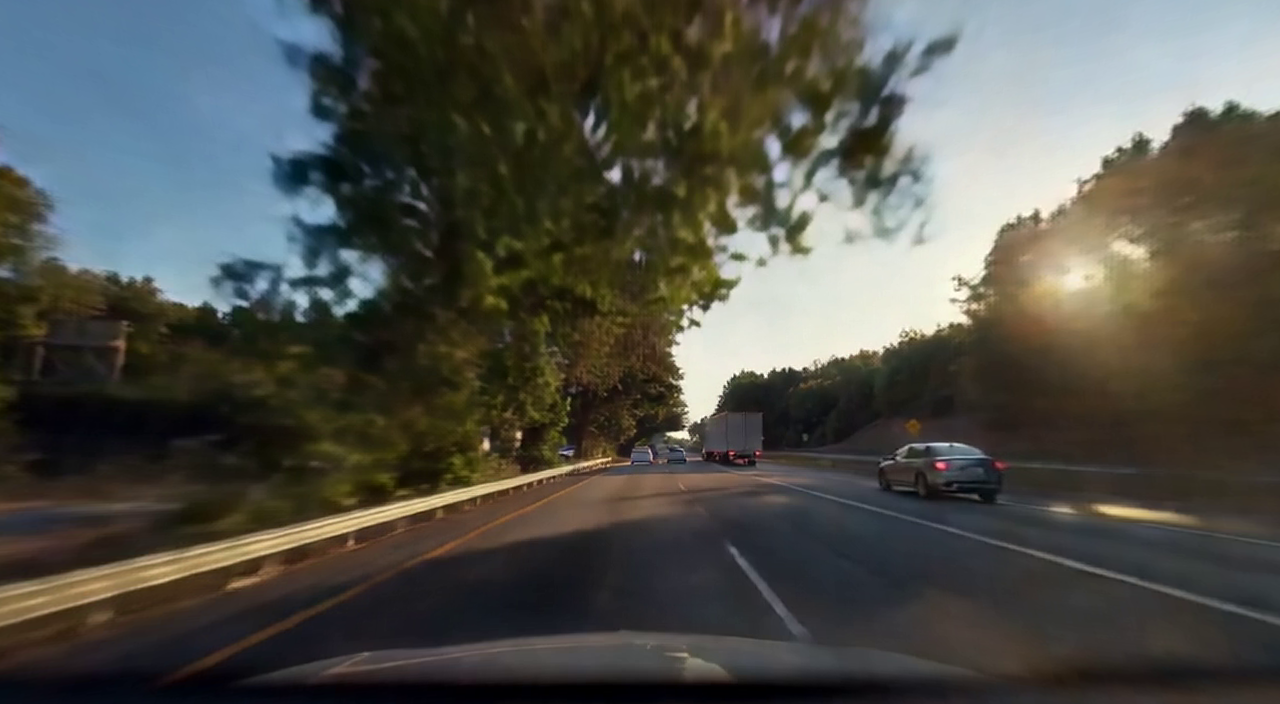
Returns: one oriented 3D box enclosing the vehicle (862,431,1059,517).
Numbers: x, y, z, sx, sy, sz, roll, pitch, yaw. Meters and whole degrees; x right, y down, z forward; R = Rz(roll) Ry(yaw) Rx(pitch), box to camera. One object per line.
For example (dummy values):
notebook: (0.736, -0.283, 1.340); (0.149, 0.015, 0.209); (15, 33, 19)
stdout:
vehicle: (7.019, 2.719, 14.517); (2.011, 1.638, 4.737); (0, -9, 0)

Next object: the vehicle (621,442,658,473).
vehicle: (-0.009, 6.373, 38.155); (2.114, 1.706, 4.106); (0, -9, 1)
